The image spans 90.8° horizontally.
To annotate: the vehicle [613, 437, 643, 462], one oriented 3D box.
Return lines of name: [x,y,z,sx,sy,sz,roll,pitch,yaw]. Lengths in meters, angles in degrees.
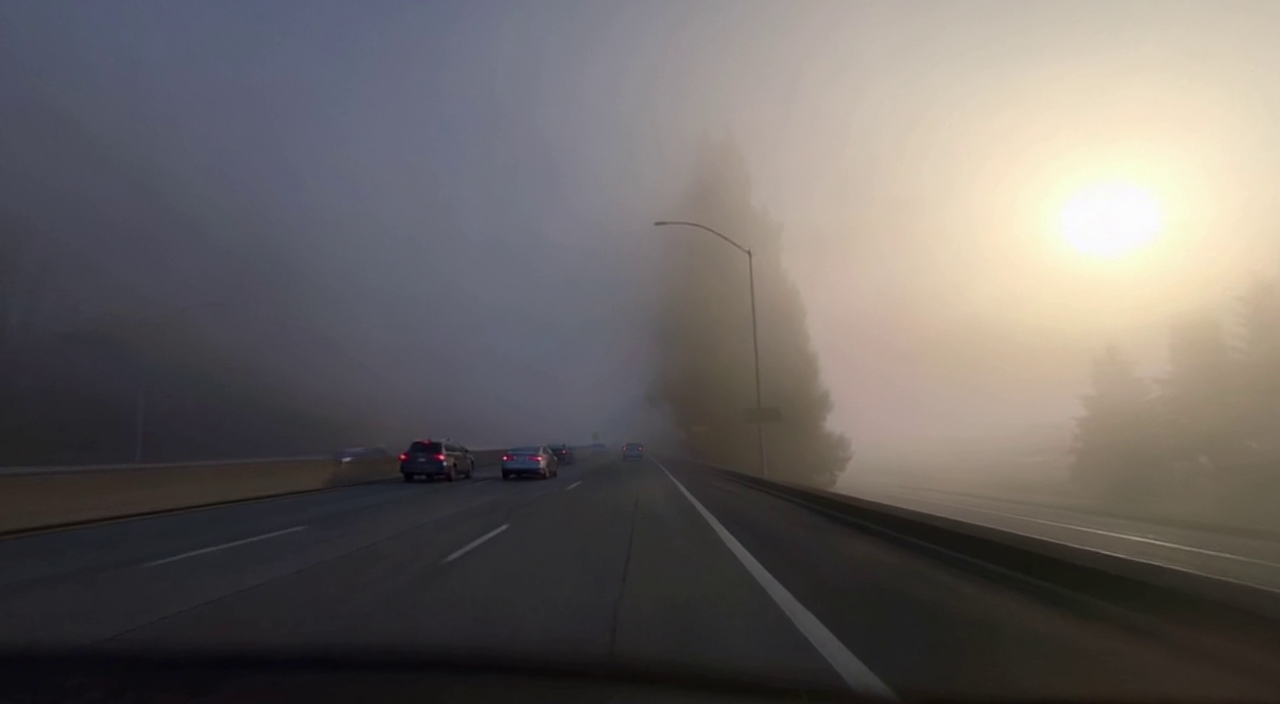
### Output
vehicle: [-0.880,7.425,48.209,2.179,1.742,4.396,0,-8,0]

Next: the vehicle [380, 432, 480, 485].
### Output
vehicle: [-7.819,3.992,24.047,2.091,1.795,4.617,-1,-9,2]

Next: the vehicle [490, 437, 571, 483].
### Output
vehicle: [-4.032,4.088,24.168,2.102,1.562,4.884,-1,-9,2]
